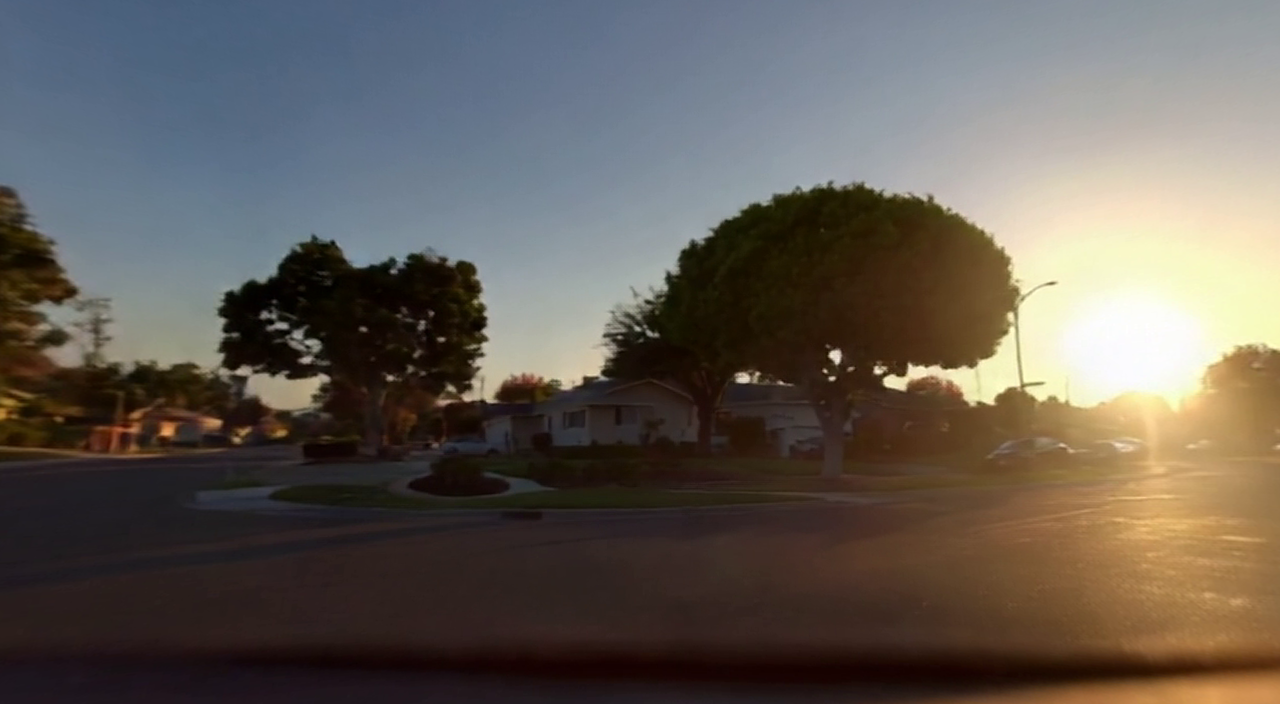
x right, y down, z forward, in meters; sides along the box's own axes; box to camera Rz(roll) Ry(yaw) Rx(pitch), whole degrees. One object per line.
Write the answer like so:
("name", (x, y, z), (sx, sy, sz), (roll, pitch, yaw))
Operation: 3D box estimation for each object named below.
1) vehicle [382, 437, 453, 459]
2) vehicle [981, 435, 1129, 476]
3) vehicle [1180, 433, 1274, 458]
("vehicle", (-15.529, 6.735, 44.272), (4.585, 1.457, 1.899), (3, -9, -17))
("vehicle", (16.949, 4.250, 26.107), (4.750, 1.559, 1.928), (-4, -9, 23))
("vehicle", (44.248, 7.085, 47.732), (4.620, 1.695, 2.004), (-4, -10, 17))
